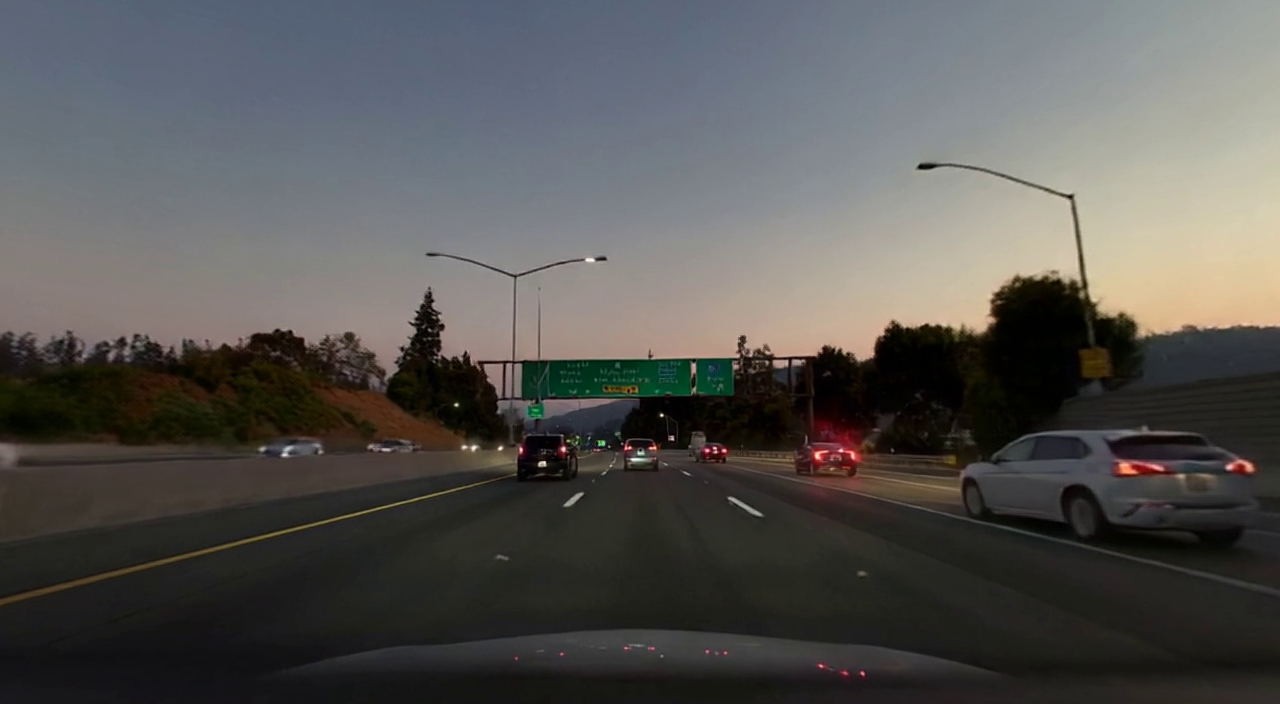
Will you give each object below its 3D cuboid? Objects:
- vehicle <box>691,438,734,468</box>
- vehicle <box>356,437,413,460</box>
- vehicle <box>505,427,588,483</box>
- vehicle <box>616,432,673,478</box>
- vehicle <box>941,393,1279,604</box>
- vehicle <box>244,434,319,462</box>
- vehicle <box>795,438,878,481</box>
[{"bbox_3d":[4.312,6.119,38.133,2.022,1.682,4.226,1,-9,-1],"label":"vehicle"},{"bbox_3d":[-18.039,6.844,44.734,1.992,1.524,4.843,0,-9,1],"label":"vehicle"},{"bbox_3d":[-3.219,3.678,22.782,2.199,1.777,4.790,0,-9,1],"label":"vehicle"},{"bbox_3d":[0.188,4.228,26.134,2.181,1.728,3.970,0,-9,0],"label":"vehicle"},{"bbox_3d":[5.675,1.520,7.421,2.041,1.669,4.712,0,-9,2],"label":"vehicle"},{"bbox_3d":[-22.033,5.940,38.940,1.907,1.592,4.469,0,-9,1],"label":"vehicle"},{"bbox_3d":[7.751,4.274,25.242,1.989,1.569,3.964,1,-9,-1],"label":"vehicle"}]
